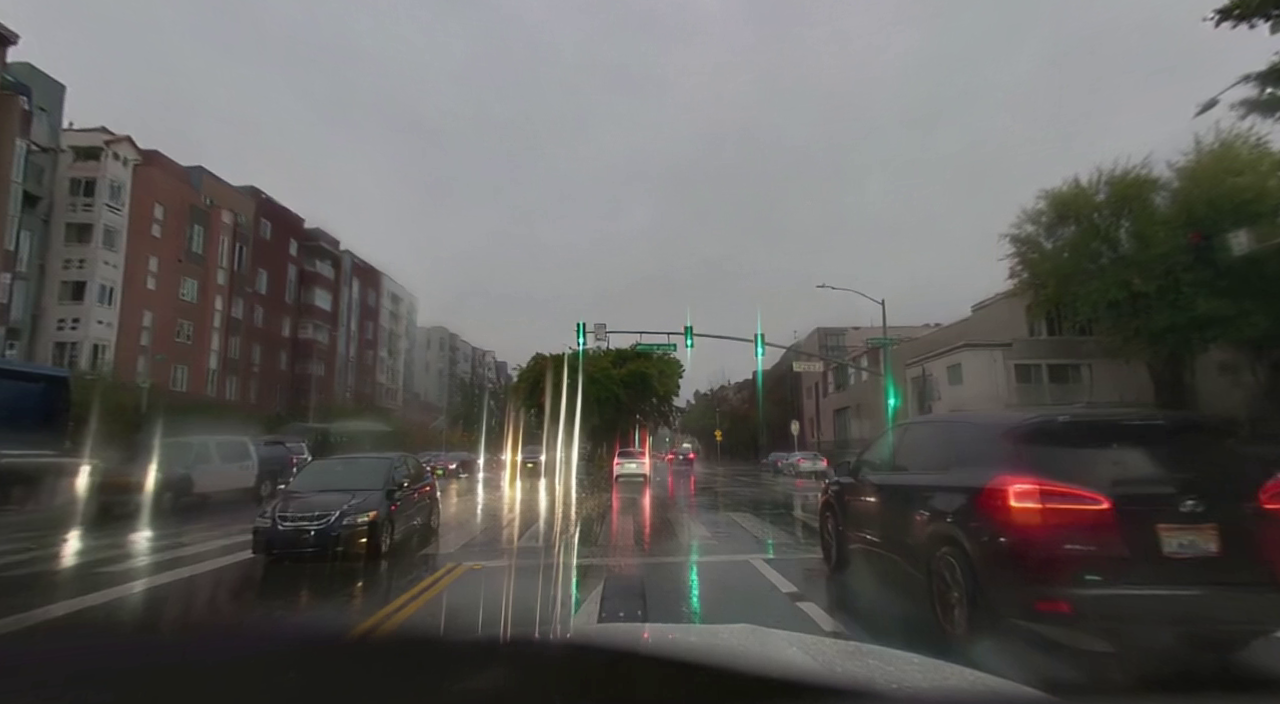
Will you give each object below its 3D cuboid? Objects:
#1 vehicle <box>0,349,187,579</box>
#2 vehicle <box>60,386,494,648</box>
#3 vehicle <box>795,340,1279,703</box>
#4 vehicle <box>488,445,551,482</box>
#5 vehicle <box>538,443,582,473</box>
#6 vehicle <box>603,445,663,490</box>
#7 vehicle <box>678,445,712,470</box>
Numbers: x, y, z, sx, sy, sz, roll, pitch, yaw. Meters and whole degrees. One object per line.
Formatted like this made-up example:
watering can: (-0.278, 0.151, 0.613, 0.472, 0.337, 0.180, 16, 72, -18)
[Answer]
vehicle: (-10.964, 0.763, 3.438, 3.115, 2.627, 13.908, -4, -9, 25)
vehicle: (-3.157, 1.520, 6.936, 2.031, 1.873, 4.581, 0, -8, 0)
vehicle: (3.002, 1.202, 5.180, 2.129, 1.844, 4.767, 0, -8, -1)
vehicle: (-5.684, 5.329, 30.375, 2.062, 1.532, 4.830, -2, -9, 0)
vehicle: (-5.195, 6.964, 41.729, 2.275, 1.816, 4.923, 0, -8, 0)
vehicle: (-0.265, 4.270, 23.708, 2.059, 1.492, 4.033, 0, -8, -1)
vehicle: (3.748, 7.258, 43.554, 1.906, 1.608, 4.050, 0, -8, -1)
